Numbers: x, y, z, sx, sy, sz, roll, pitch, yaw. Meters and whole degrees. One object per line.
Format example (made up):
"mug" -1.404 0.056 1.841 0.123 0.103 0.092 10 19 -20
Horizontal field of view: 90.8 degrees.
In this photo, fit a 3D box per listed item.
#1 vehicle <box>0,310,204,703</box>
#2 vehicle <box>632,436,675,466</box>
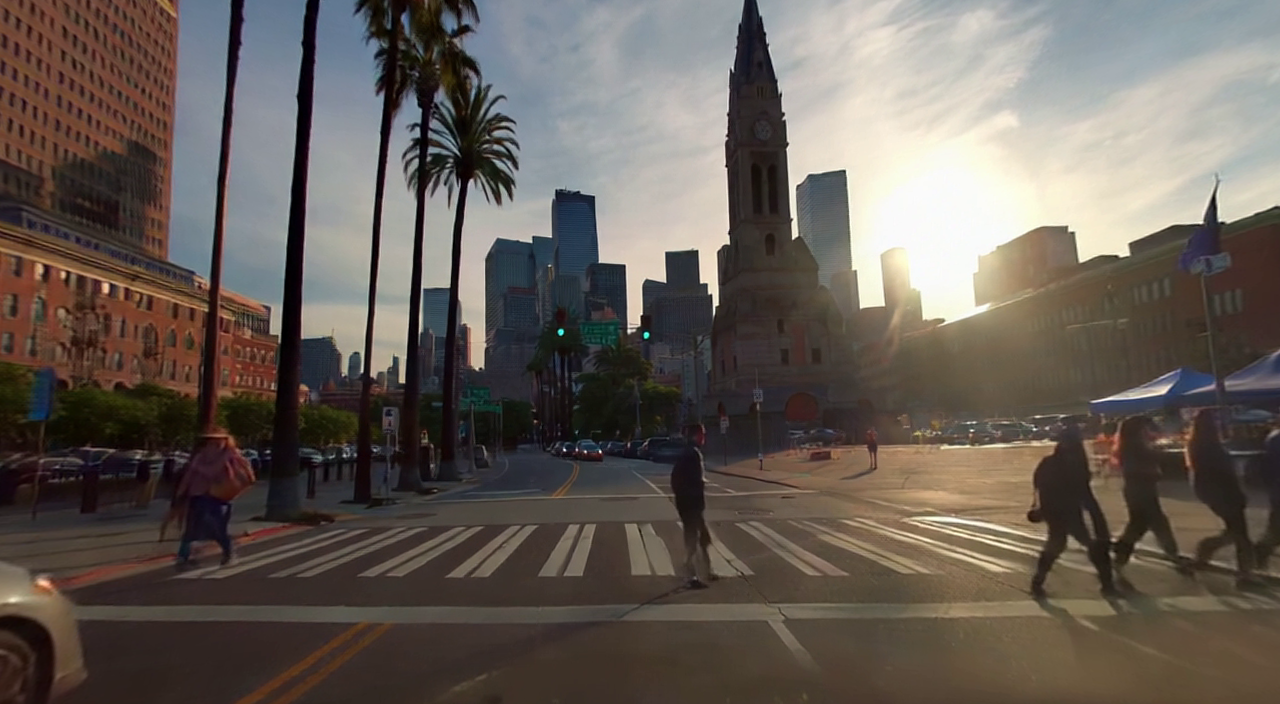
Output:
"vehicle" -3.225 0.495 0.813 1.948 1.674 4.668 0 -8 0
"vehicle" 0.914 7.288 46.648 2.322 2.071 5.366 1 -9 -9
